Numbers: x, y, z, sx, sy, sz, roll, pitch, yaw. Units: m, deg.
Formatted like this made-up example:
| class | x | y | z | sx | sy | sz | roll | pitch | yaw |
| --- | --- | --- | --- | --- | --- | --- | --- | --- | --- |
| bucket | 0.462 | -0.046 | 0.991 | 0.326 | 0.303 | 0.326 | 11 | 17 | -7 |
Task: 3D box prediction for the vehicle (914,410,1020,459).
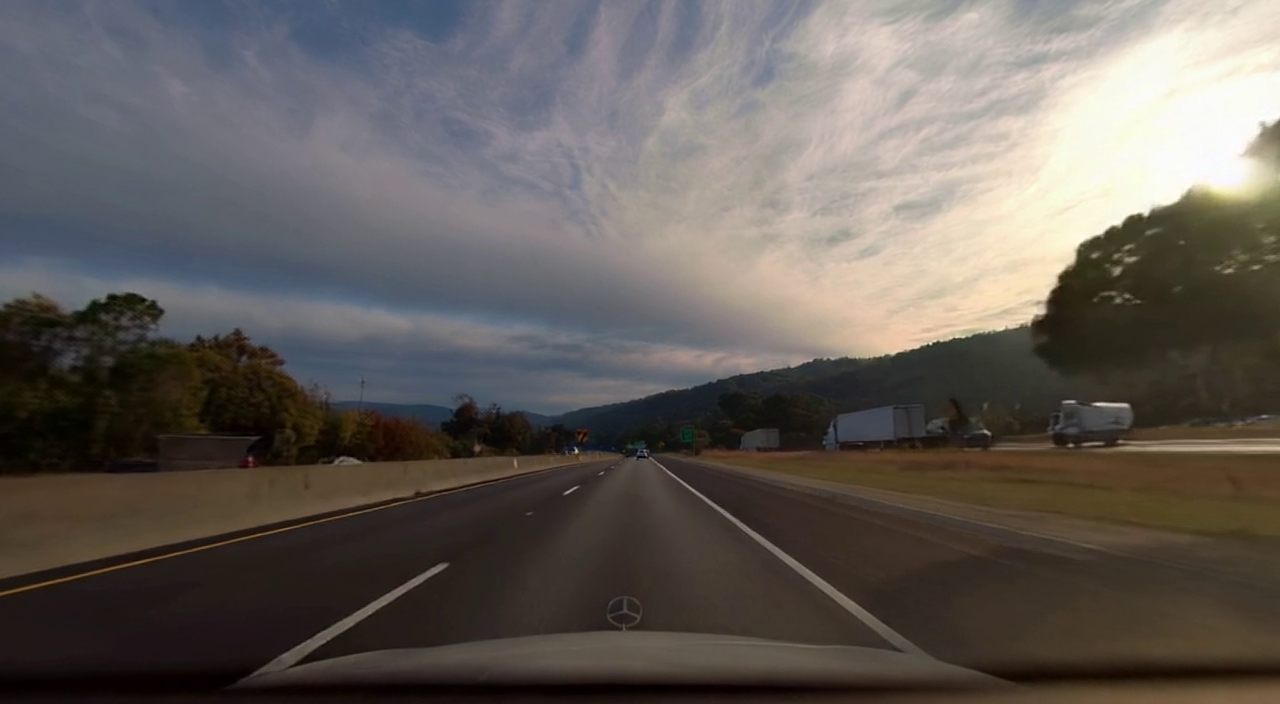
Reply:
| class | x | y | z | sx | sy | sz | roll | pitch | yaw |
| --- | --- | --- | --- | --- | --- | --- | --- | --- | --- |
| vehicle | 20.786 | 5.420 | 40.683 | 2.558 | 2.886 | 7.552 | 0 | -9 | -2 |
